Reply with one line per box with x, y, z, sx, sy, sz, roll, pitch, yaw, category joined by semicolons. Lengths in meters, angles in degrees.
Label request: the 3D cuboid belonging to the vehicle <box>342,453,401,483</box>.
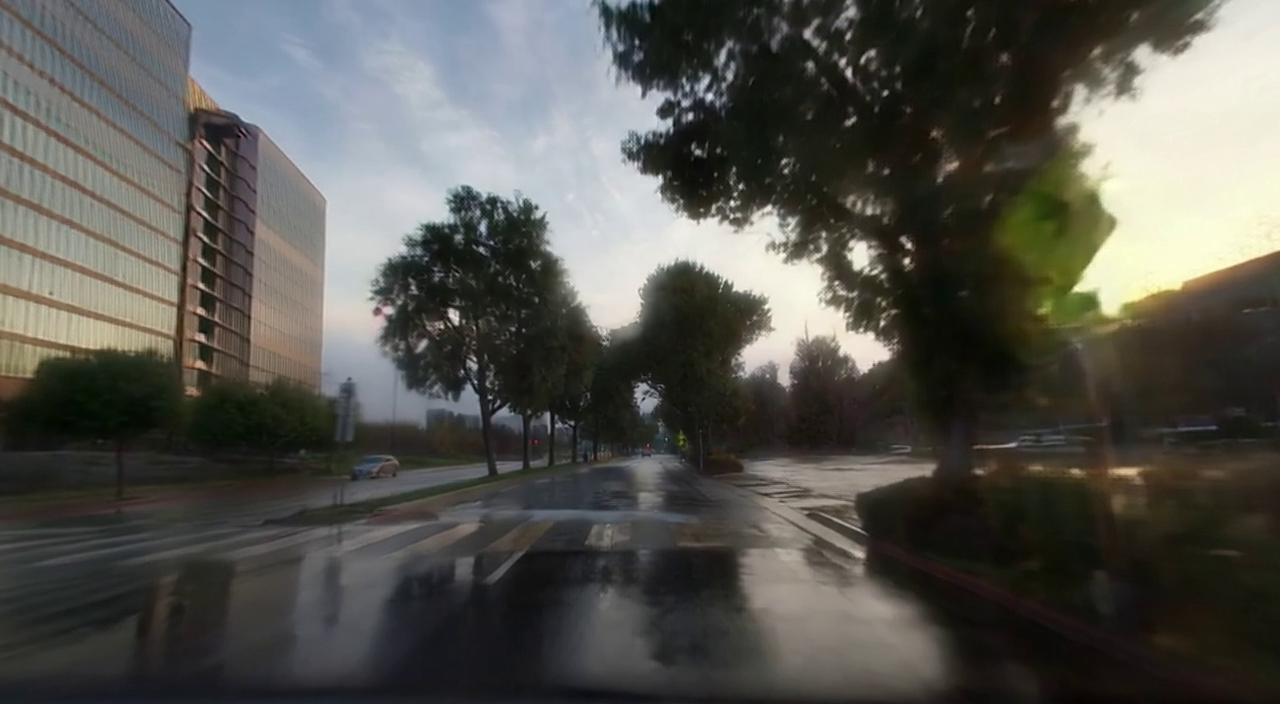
-16.690;7.203;39.381;1.807;1.570;4.557;-4;-9;-1;vehicle
